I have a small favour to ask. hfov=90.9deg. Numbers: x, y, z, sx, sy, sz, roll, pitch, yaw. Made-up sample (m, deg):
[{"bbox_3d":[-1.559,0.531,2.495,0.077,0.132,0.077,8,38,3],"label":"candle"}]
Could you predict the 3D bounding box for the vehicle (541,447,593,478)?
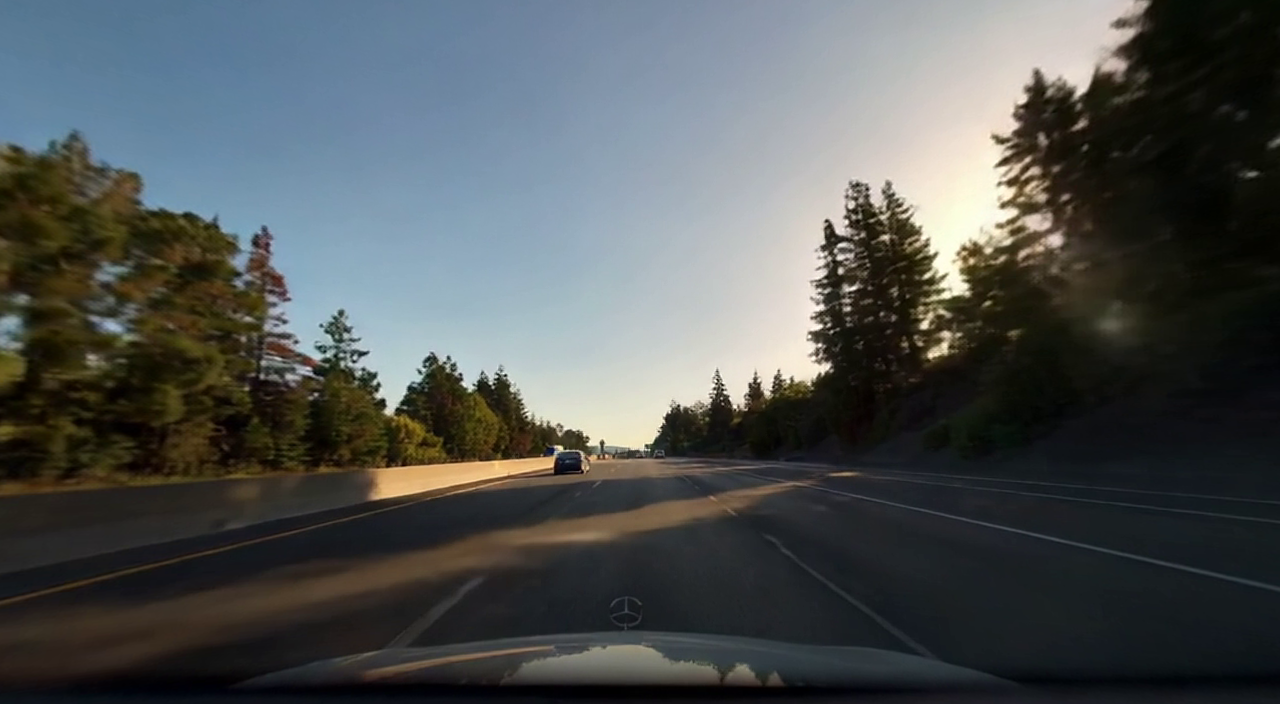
[{"bbox_3d":[-3.845,5.939,34.147,2.128,1.521,5.409,0,-9,1],"label":"vehicle"}]
